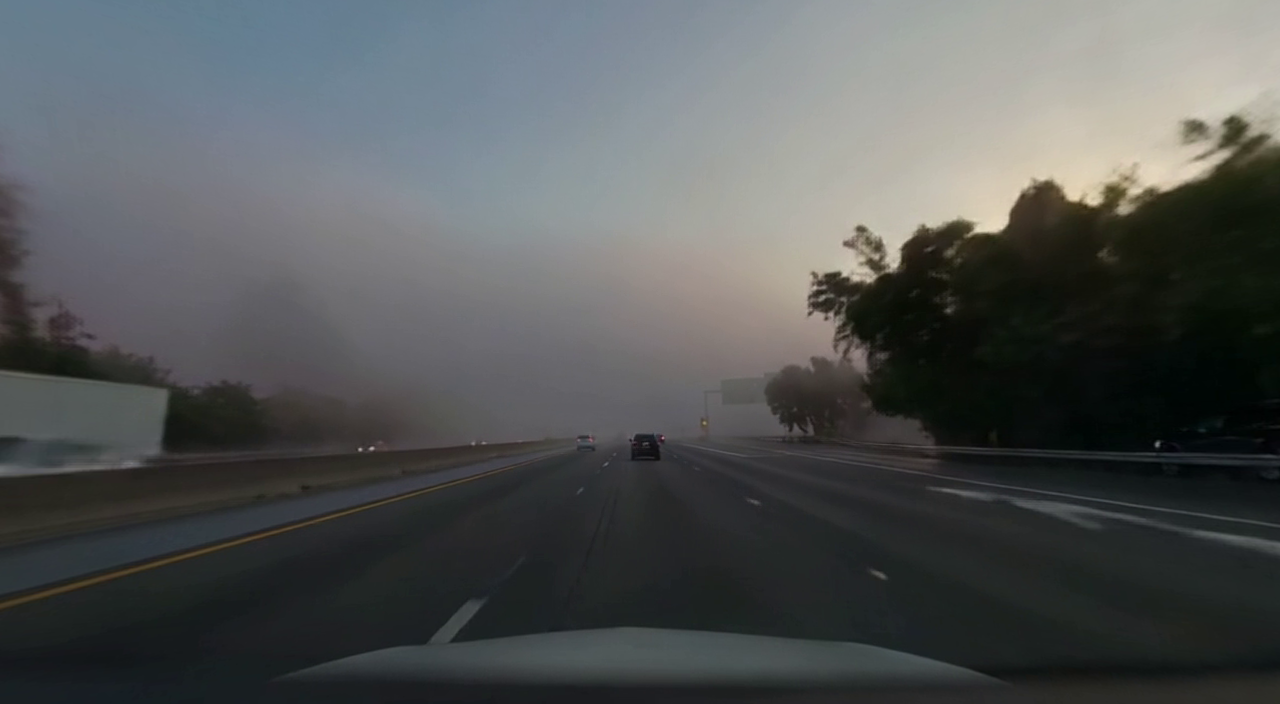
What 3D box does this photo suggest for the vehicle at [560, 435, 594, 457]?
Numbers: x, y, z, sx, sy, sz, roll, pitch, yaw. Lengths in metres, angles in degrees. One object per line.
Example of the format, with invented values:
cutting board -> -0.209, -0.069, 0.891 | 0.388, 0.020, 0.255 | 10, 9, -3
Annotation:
vehicle -> -4.255, 6.431, 43.229 | 2.014, 1.471, 4.380 | 0, -8, -1

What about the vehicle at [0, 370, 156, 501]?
vehicle -> -19.775, 2.116, 16.069 | 3.005, 3.718, 15.585 | 0, -8, -2

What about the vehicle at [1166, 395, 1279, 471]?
vehicle -> 22.638, 2.909, 22.581 | 2.232, 2.540, 6.015 | 0, -8, -2

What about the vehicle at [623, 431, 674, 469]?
vehicle -> 0.287, 4.313, 28.022 | 2.086, 1.554, 3.875 | 0, -8, -2
